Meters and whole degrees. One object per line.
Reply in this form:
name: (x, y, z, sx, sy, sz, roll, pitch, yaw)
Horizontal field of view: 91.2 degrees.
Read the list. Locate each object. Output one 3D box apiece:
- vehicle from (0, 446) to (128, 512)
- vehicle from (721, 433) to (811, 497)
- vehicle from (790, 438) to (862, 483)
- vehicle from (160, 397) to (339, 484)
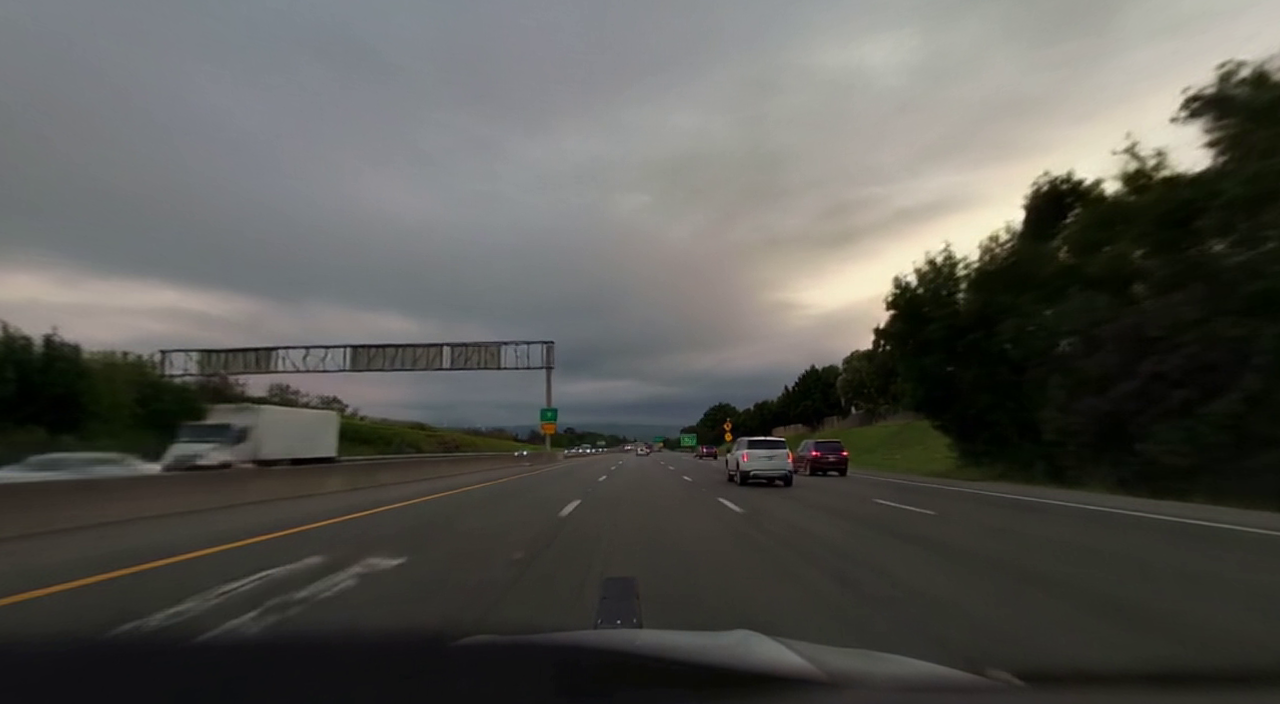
vehicle: (-14.534, 2.866, 14.319, 1.837, 1.381, 4.562, 0, -9, 0)
vehicle: (3.693, 3.393, 19.153, 1.784, 1.733, 4.141, 0, -9, -1)
vehicle: (8.194, 4.798, 27.934, 1.898, 1.798, 3.805, 0, -9, -2)
vehicle: (-18.249, 4.318, 30.314, 3.104, 3.566, 8.472, 0, -9, 0)
